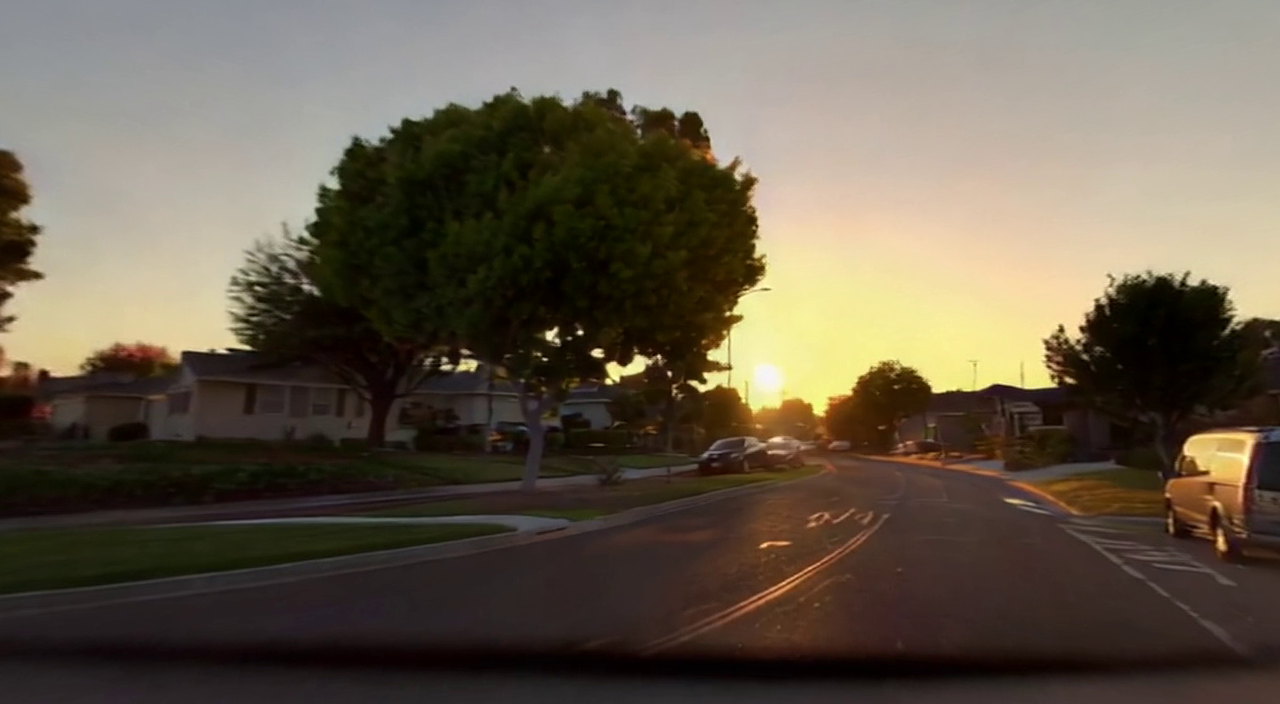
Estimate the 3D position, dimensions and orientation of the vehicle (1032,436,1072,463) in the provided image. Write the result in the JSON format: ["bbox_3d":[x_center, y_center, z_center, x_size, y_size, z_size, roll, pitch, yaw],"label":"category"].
[{"bbox_3d":[30.435,7.207,46.813,2.051,1.925,4.625,-5,-10,29],"label":"vehicle"}]

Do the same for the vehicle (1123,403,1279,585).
[{"bbox_3d":[8.093,1.732,8.367,2.154,1.855,4.689,-5,-10,32],"label":"vehicle"}]

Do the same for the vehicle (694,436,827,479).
[{"bbox_3d":[4.623,4.118,24.778,4.750,1.559,1.928,0,-9,-2],"label":"vehicle"}]
